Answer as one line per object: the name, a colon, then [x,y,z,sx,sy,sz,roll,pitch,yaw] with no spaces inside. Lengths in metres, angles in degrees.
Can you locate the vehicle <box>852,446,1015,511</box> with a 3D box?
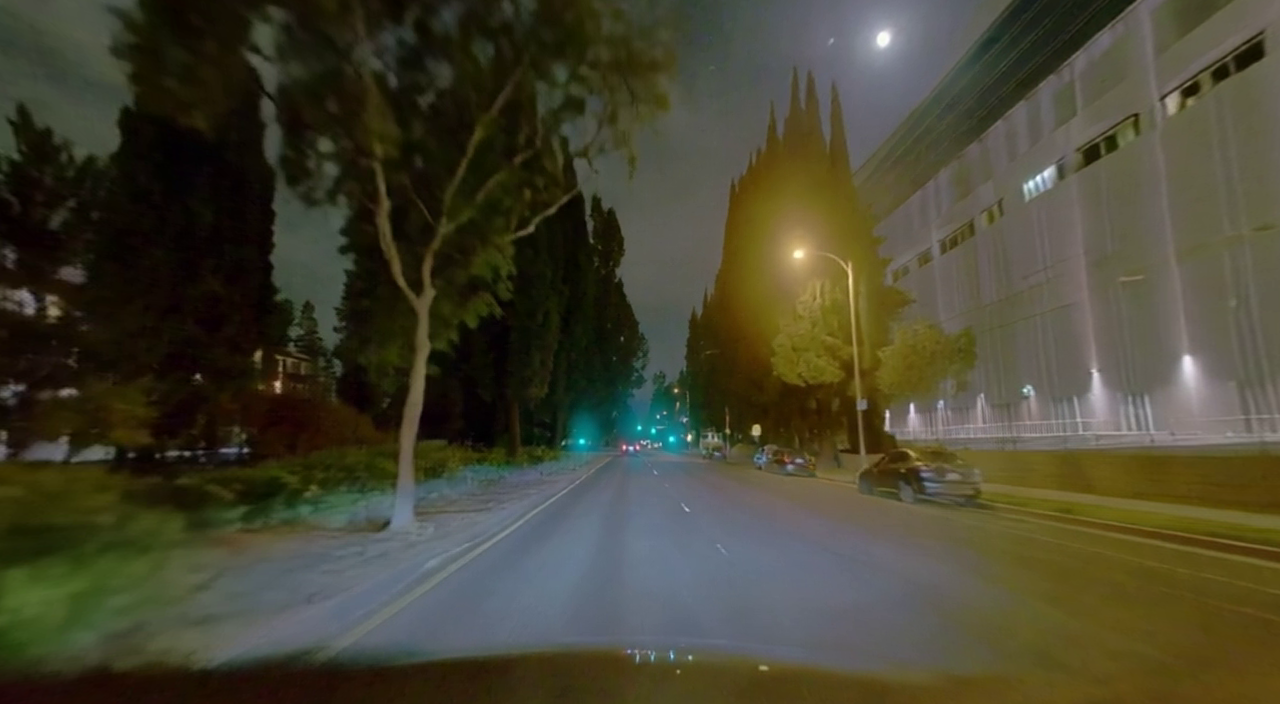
vehicle: [7.424,3.204,16.639,1.991,1.446,4.685,0,-8,-1]

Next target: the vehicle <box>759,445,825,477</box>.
vehicle: [7.390,5.331,31.163,2.024,1.447,4.665,0,-9,-1]
